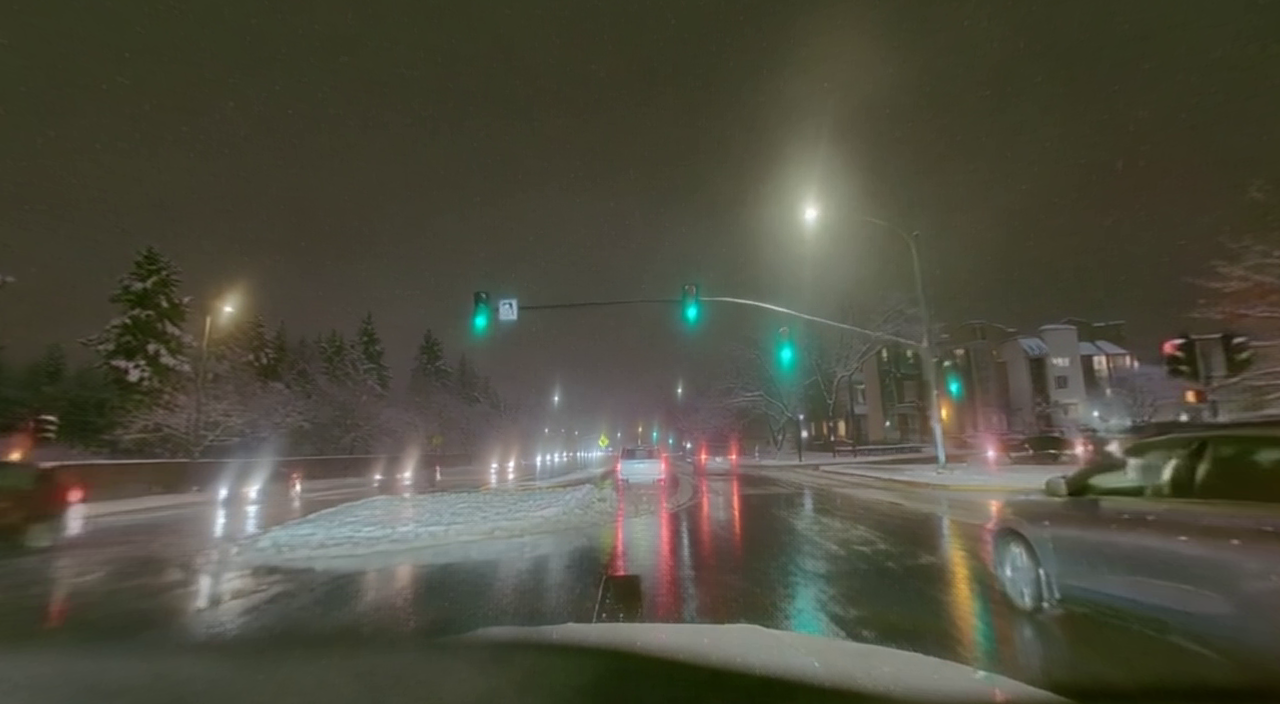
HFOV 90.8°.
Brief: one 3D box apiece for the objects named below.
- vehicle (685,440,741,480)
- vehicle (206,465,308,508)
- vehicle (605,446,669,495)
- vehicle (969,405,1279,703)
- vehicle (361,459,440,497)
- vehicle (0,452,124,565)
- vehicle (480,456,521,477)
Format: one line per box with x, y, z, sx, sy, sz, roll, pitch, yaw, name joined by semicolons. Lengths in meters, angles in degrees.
3.506;5.302;31.255;2.107;1.773;4.557;0;-9;-1;vehicle
-17.889;6.255;29.793;1.918;1.738;4.589;0;-9;0;vehicle
-0.088;4.064;22.049;2.034;1.500;3.966;0;-9;0;vehicle
3.839;1.022;3.086;2.049;1.473;4.425;0;-9;0;vehicle
-10.787;5.676;28.816;1.808;1.512;4.447;0;-9;1;vehicle
-11.203;2.494;10.016;2.102;1.758;4.532;-1;-9;1;vehicle
-10.844;8.940;49.405;2.043;1.456;4.627;0;-9;1;vehicle
